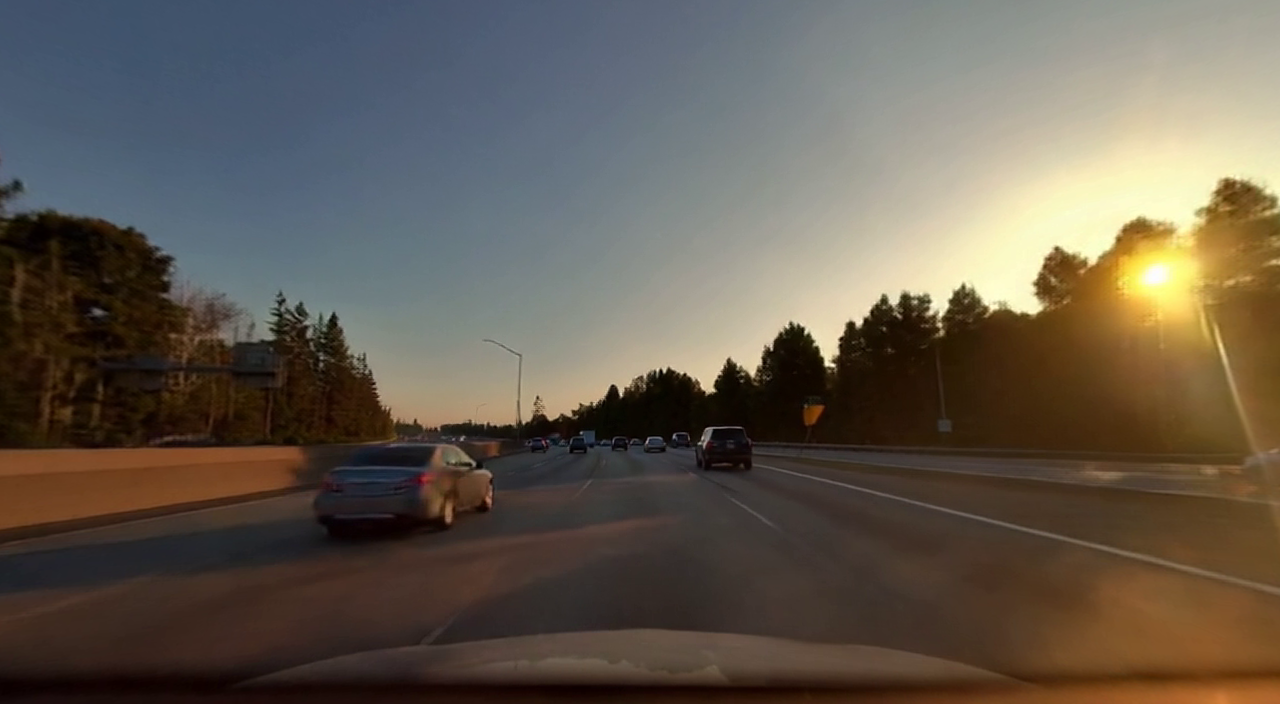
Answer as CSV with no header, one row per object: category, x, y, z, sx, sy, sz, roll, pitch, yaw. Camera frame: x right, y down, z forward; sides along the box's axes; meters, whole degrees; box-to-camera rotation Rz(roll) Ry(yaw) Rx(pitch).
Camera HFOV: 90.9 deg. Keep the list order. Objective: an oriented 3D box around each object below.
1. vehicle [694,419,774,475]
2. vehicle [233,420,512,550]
vehicle,3.229,3.396,22.652,2.043,1.795,4.347,0,-8,-2
vehicle,-3.590,1.881,9.762,2.183,1.486,4.848,0,-8,0
